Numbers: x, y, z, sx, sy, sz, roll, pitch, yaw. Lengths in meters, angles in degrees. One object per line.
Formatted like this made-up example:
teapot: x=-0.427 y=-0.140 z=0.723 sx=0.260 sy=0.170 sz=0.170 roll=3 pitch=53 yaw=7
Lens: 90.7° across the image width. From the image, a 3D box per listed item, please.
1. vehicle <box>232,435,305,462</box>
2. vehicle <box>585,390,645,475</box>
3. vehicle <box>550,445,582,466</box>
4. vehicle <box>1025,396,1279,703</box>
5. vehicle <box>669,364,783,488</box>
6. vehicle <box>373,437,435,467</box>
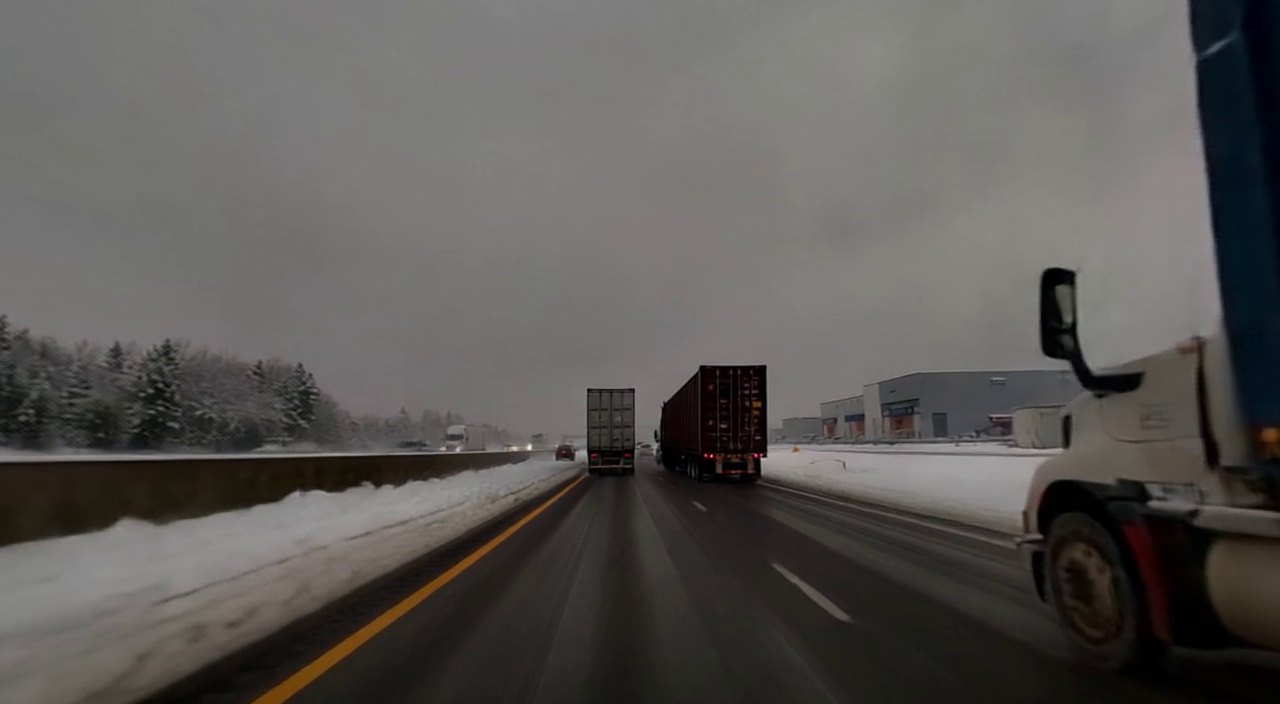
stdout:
vehicle: x=-28.684 y=7.491 z=49.125 sx=2.267 sy=1.933 sz=5.893 roll=0 pitch=-8 yaw=-3
vehicle: x=-1.339 y=4.727 z=36.399 sx=2.841 sy=4.071 sz=12.046 roll=0 pitch=-8 yaw=-1
vehicle: x=-5.662 y=7.962 z=48.880 sx=2.138 sy=1.478 sz=4.641 roll=0 pitch=-8 yaw=-3
vehicle: x=3.296 y=0.778 z=1.455 sx=2.073 sy=1.474 sz=4.320 roll=0 pitch=-8 yaw=0
vehicle: x=3.122 y=3.348 z=27.216 sx=2.803 sy=4.072 sz=12.744 roll=0 pitch=-8 yaw=-1
vehicle: x=-13.483 y=5.723 z=36.447 sx=1.968 sy=1.601 sz=4.575 roll=0 pitch=-8 yaw=-2
